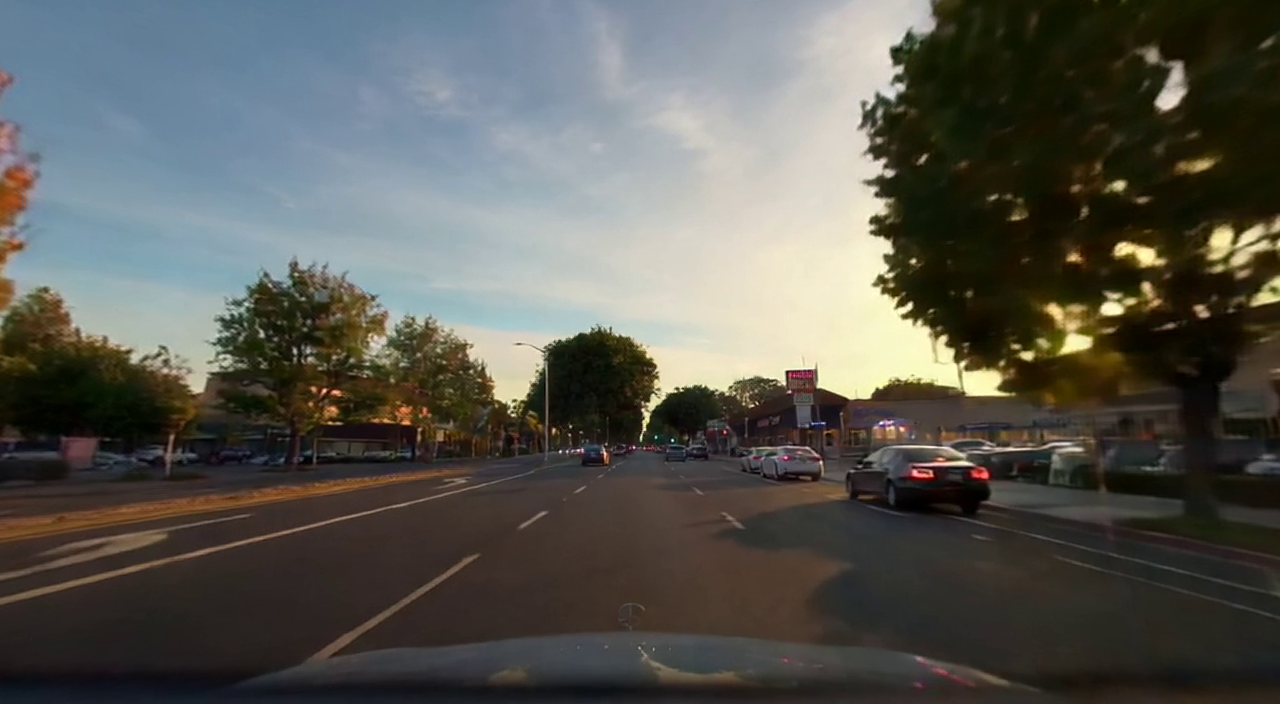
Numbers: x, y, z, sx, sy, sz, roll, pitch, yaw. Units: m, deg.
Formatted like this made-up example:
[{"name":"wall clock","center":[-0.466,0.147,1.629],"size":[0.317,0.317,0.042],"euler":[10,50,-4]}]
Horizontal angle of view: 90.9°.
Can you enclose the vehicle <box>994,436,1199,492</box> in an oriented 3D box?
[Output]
[{"name":"vehicle","center":[12.776,3.144,17.848],"size":[4.357,1.463,1.915],"euler":[1,-9,-4]}]

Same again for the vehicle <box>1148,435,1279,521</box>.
[{"name":"vehicle","center":[12.599,2.360,12.019],"size":[4.119,1.501,1.809],"euler":[0,-8,3]}]

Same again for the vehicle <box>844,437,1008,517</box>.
[{"name":"vehicle","center":[6.572,2.886,15.095],"size":[1.934,1.641,4.117],"euler":[0,-8,0]}]

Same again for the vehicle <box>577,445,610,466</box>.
[{"name":"vehicle","center":[-3.292,7.415,45.255],"size":[2.005,1.446,4.265],"euler":[0,-8,1]}]

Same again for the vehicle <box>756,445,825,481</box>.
[{"name":"vehicle","center":[6.751,5.022,28.877],"size":[1.869,1.516,4.767],"euler":[0,-8,-1]}]
